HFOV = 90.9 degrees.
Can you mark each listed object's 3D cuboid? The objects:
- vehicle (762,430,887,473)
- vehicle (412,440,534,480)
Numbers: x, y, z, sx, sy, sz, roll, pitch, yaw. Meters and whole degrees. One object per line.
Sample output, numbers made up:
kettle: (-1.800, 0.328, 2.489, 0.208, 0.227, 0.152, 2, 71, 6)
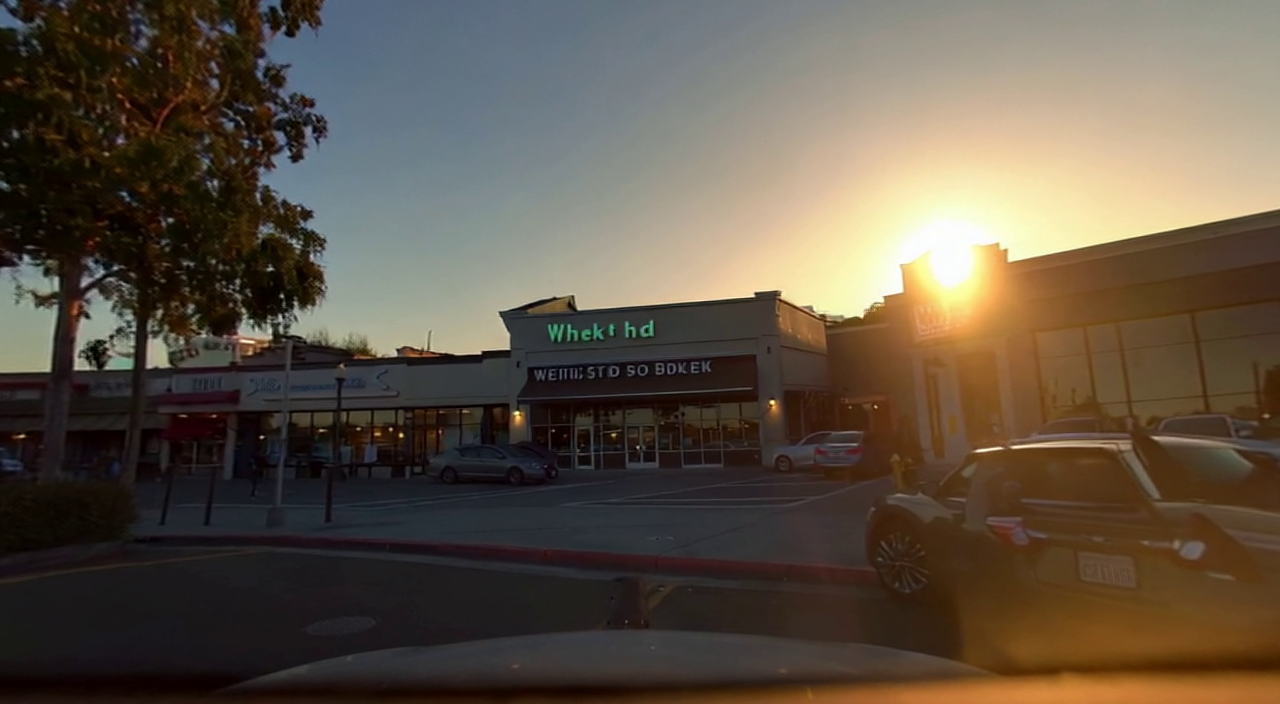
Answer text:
vehicle: (7.745, 4.182, 26.505, 4.706, 1.663, 1.993, -4, -10, 27)
vehicle: (-7.275, 4.716, 27.654, 4.814, 1.618, 1.869, -2, -9, 12)
